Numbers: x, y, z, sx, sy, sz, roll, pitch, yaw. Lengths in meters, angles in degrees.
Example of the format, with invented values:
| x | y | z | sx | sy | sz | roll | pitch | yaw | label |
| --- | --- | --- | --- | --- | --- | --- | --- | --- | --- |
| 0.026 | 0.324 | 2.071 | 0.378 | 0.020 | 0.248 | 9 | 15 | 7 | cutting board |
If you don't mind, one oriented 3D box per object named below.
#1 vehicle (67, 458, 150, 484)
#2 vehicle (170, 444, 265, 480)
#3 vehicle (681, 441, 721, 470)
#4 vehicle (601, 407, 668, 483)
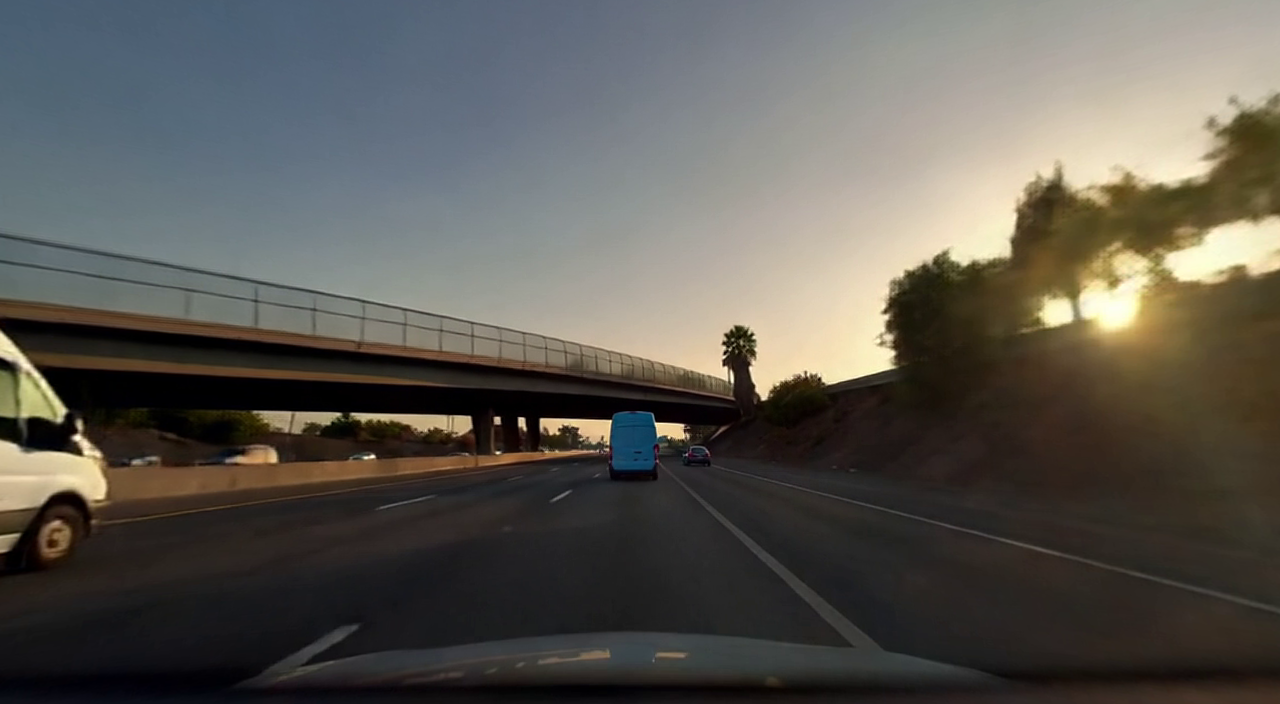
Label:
| x | y | z | sx | sy | sz | roll | pitch | yaw | label |
| --- | --- | --- | --- | --- | --- | --- | --- | --- | --- |
| -39.581 | 8.857 | 46.916 | 1.940 | 1.700 | 4.823 | 0 | -8 | -1 | vehicle |
| -28.659 | 7.428 | 42.877 | 2.265 | 2.281 | 5.988 | 0 | -9 | 0 | vehicle |
| 3.721 | 6.394 | 39.010 | 1.987 | 1.648 | 3.984 | 0 | -9 | -1 | vehicle |
| -0.086 | 3.858 | 26.016 | 2.476 | 2.776 | 5.598 | 0 | -9 | 2 | vehicle |
